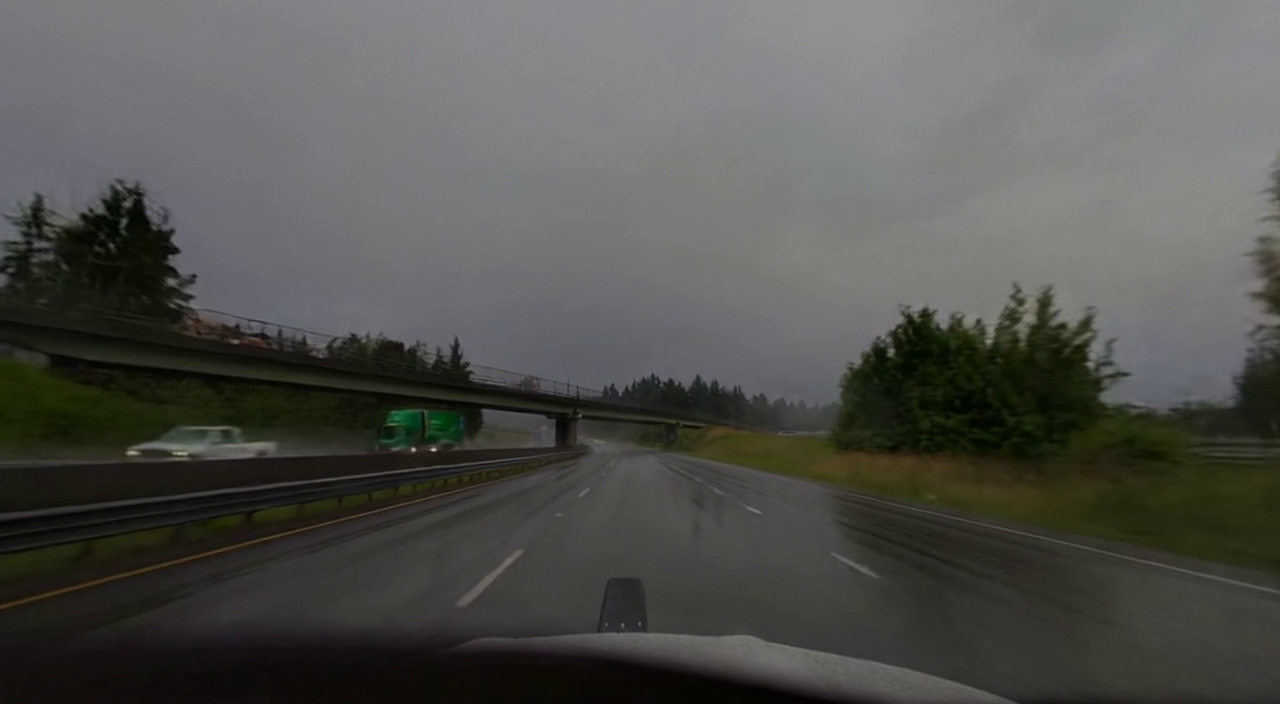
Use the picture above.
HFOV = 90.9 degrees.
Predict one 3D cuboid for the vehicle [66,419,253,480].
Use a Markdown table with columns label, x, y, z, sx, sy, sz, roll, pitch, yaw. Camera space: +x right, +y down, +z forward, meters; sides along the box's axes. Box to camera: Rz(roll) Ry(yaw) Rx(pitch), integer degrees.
| label | x | y | z | sx | sy | sz | roll | pitch | yaw |
| --- | --- | --- | --- | --- | --- | --- | --- | --- | --- |
| vehicle | -14.409 | 2.995 | 19.380 | 2.117 | 1.623 | 4.690 | 0 | -9 | -1 |

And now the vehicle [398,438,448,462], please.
| label | x | y | z | sx | sy | sz | roll | pitch | yaw |
| --- | --- | --- | --- | --- | --- | --- | --- | --- | --- |
| vehicle | -14.734 | 6.694 | 43.039 | 1.904 | 1.541 | 4.434 | 0 | -9 | -1 |
